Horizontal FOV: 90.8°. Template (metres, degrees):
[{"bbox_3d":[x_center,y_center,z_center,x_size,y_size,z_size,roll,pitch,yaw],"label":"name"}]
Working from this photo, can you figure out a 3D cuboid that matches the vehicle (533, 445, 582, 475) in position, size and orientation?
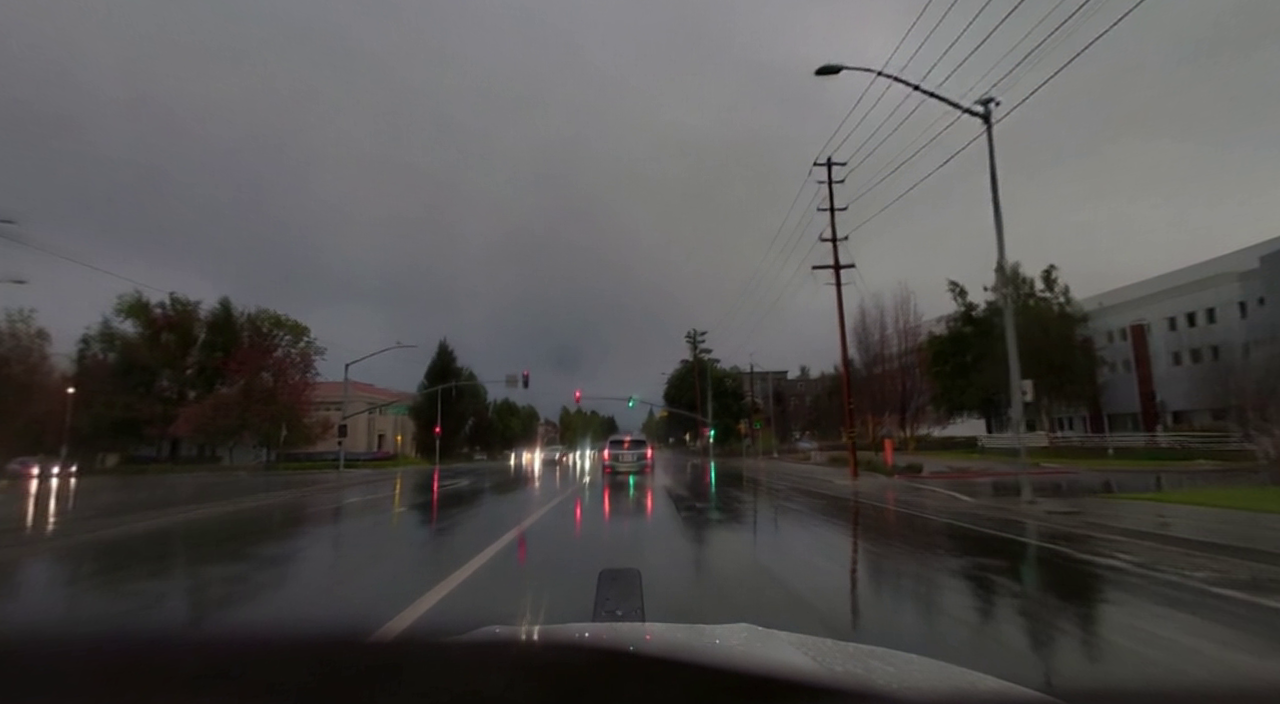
[{"bbox_3d":[-4.222,5.616,33.158,2.075,1.474,4.367,0,-8,-1],"label":"vehicle"}]

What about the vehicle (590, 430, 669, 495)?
[{"bbox_3d":[-0.352,3.405,19.771,2.188,1.782,3.982,0,-8,-2],"label":"vehicle"}]
